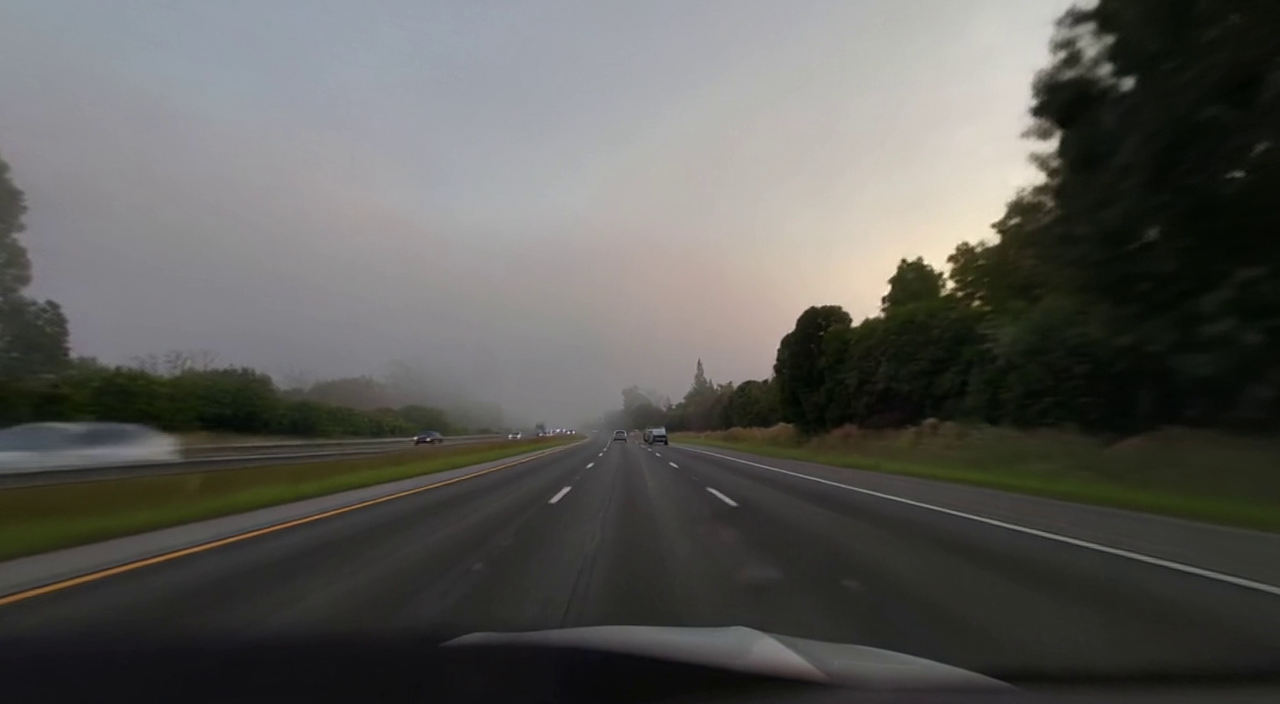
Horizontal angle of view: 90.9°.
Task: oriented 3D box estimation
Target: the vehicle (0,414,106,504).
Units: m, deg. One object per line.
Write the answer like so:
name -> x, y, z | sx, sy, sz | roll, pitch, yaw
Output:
vehicle -> -11.483, 1.767, 10.401 | 1.814, 1.477, 4.133 | 1, -8, -2
